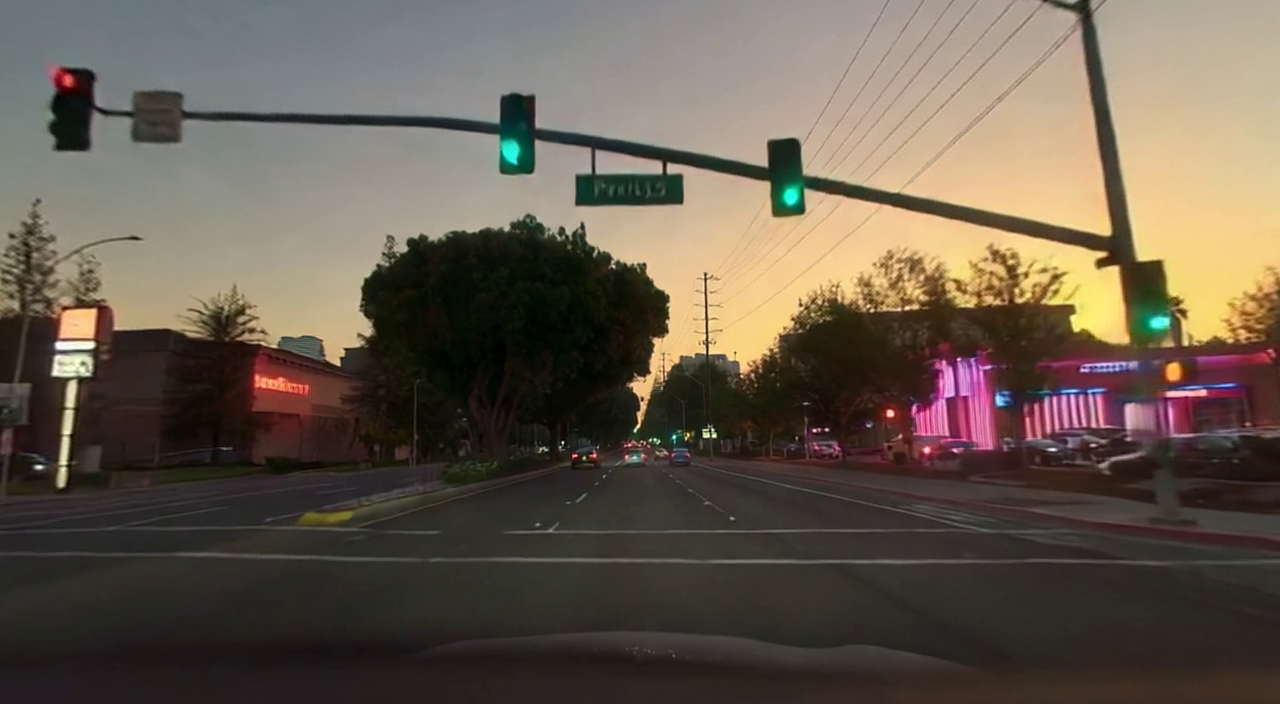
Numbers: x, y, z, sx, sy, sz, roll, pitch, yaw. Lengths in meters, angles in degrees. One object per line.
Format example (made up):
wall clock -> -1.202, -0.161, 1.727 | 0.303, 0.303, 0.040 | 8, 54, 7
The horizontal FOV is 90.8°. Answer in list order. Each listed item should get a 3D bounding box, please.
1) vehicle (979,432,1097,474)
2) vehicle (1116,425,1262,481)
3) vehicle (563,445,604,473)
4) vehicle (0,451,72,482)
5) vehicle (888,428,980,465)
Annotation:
vehicle -> 16.319, 4.095, 25.870 | 4.673, 1.555, 2.010 | 5, -10, -30
vehicle -> 17.123, 3.122, 19.654 | 4.759, 1.476, 1.911 | 3, -12, -32
vehicle -> -3.351, 6.445, 38.402 | 2.035, 1.564, 4.702 | 0, -8, 0
vehicle -> -33.555, 6.064, 33.603 | 4.544, 1.515, 2.218 | -1, -8, 3
vehicle -> 16.568, 5.311, 35.581 | 5.004, 1.893, 2.228 | 5, -10, -32
